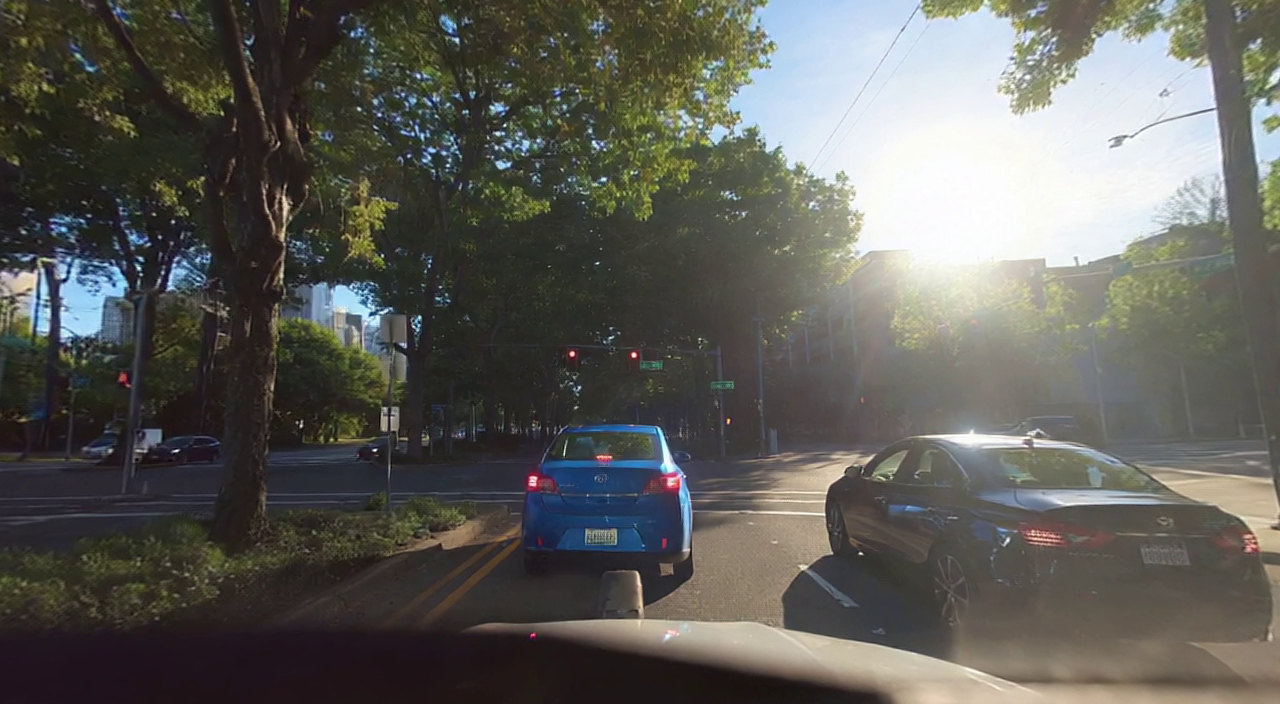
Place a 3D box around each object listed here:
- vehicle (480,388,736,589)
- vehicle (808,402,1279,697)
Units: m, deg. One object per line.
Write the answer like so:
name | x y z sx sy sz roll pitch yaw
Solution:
vehicle | -0.342 1.522 7.786 2.247 1.760 4.231 0 -9 -2
vehicle | 3.164 1.401 5.763 1.932 1.562 4.629 0 -9 -1
